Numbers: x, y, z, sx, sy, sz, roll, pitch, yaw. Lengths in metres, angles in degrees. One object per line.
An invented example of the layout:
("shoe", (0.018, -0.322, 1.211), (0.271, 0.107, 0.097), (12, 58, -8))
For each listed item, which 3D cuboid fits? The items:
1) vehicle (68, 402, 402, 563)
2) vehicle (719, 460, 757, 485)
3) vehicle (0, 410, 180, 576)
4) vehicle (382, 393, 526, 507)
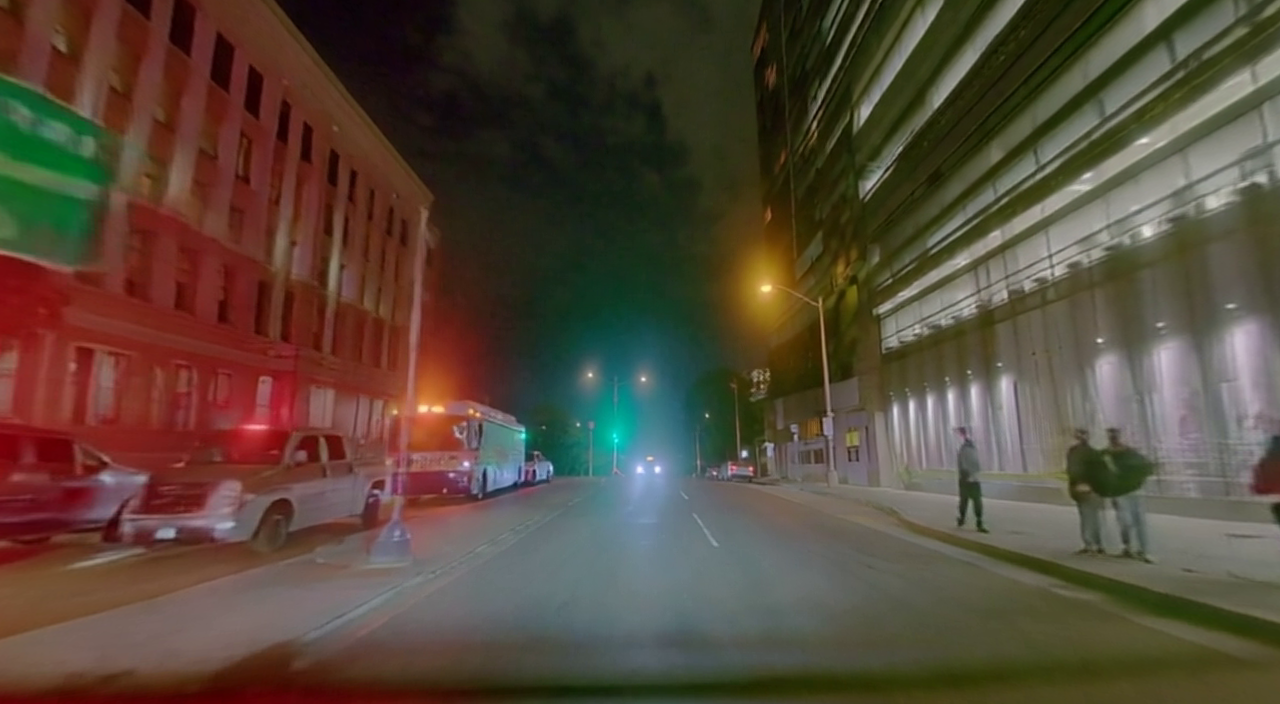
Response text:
("vehicle", (-5.613, 1.880, 9.735), (1.988, 1.855, 4.599), (-1, -9, 1))
("vehicle", (6.671, 8.254, 43.543), (1.888, 1.536, 4.381), (0, -9, 0))
("vehicle", (-8.356, 1.639, 7.467), (2.109, 1.819, 4.615), (2, -16, 2))
("vehicle", (-4.989, 2.792, 18.104), (2.268, 2.708, 5.699), (-1, -9, 1))
